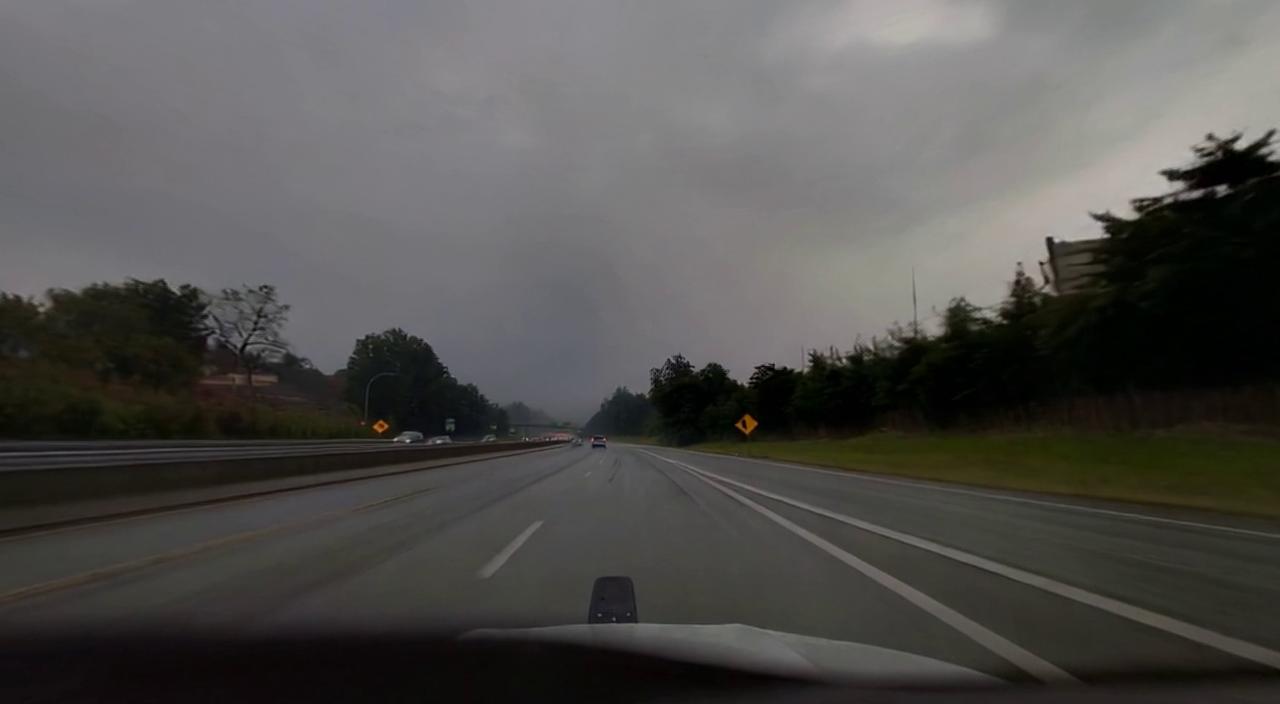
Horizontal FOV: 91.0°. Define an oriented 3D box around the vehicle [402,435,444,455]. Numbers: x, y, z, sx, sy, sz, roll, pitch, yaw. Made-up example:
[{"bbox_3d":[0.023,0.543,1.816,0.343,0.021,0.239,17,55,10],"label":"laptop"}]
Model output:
[{"bbox_3d":[-17.172,7.401,49.923,1.842,1.480,4.347,0,-8,-1],"label":"vehicle"}]
